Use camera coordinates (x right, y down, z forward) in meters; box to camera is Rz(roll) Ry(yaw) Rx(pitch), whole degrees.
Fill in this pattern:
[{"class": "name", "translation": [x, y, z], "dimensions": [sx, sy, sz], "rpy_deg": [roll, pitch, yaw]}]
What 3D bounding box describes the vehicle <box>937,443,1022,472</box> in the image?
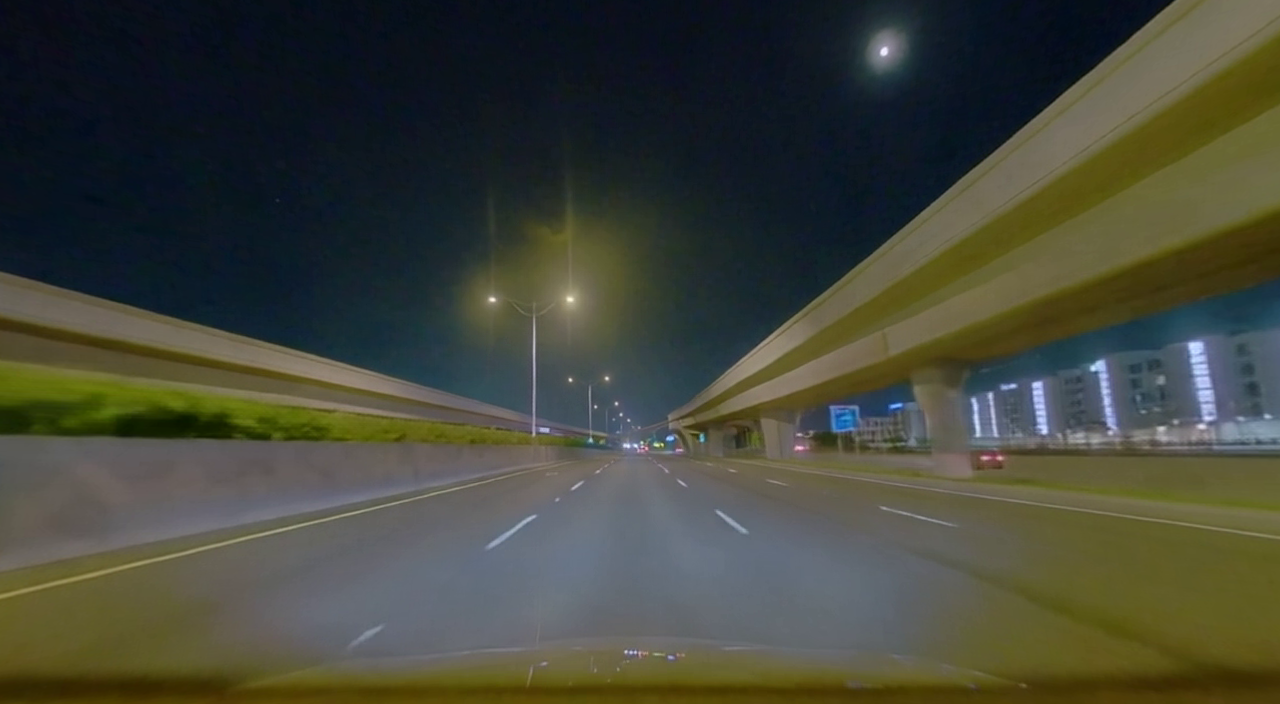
[{"class": "vehicle", "translation": [18.389, 5.700, 34.482], "dimensions": [2.059, 1.457, 4.537], "rpy_deg": [0, -8, -1]}]
